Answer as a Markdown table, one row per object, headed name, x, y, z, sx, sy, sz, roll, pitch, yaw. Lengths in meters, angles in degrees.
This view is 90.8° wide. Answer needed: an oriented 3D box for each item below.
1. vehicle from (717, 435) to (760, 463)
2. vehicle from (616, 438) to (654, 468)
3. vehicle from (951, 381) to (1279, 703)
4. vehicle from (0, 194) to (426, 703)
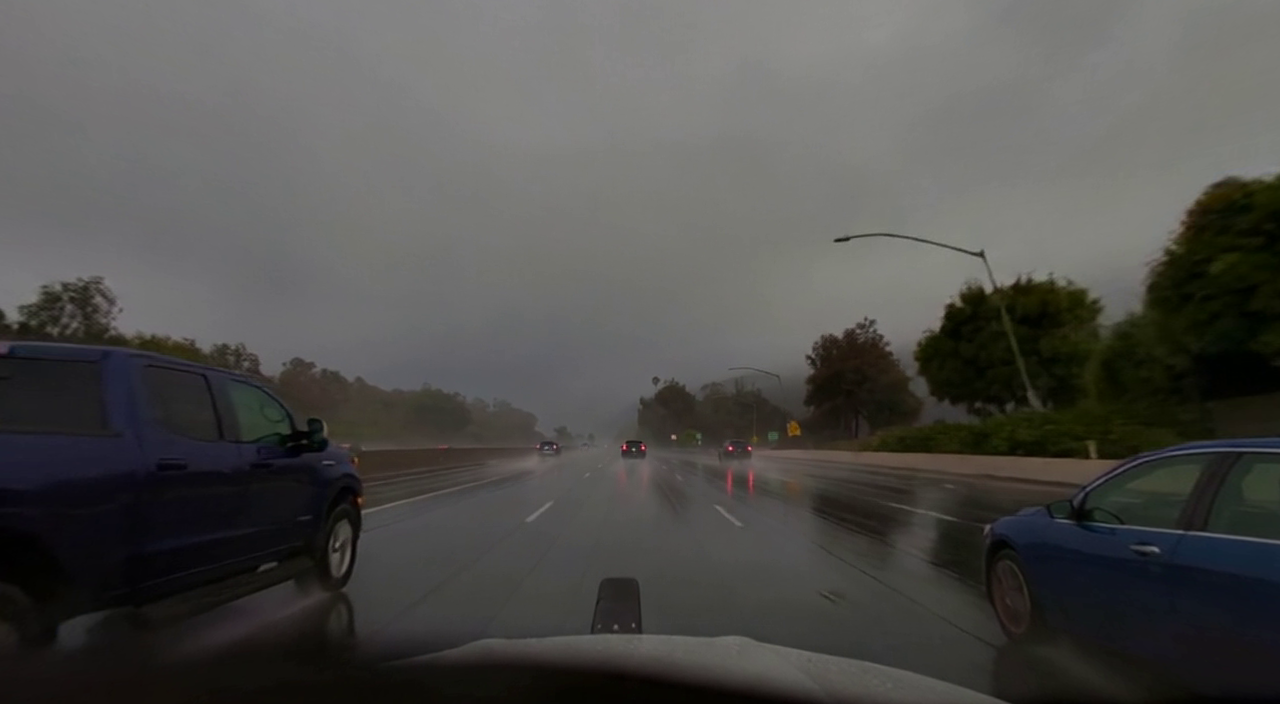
| name | x | y | z | sx | sy | sz | roll | pitch | yaw |
| --- | --- | --- | --- | --- | --- | --- | --- | --- | --- |
| vehicle | 6.848 | 6.843 | 44.647 | 2.103 | 1.898 | 5.310 | 0 | -9 | -1 |
| vehicle | -0.330 | 5.951 | 37.355 | 2.157 | 1.642 | 4.189 | 0 | -8 | -1 |
| vehicle | 3.126 | 0.808 | 1.765 | 2.072 | 1.501 | 4.694 | 0 | -8 | -1 |
| vehicle | -3.662 | 0.758 | 3.892 | 2.592 | 2.179 | 6.034 | 0 | -8 | 0 |
